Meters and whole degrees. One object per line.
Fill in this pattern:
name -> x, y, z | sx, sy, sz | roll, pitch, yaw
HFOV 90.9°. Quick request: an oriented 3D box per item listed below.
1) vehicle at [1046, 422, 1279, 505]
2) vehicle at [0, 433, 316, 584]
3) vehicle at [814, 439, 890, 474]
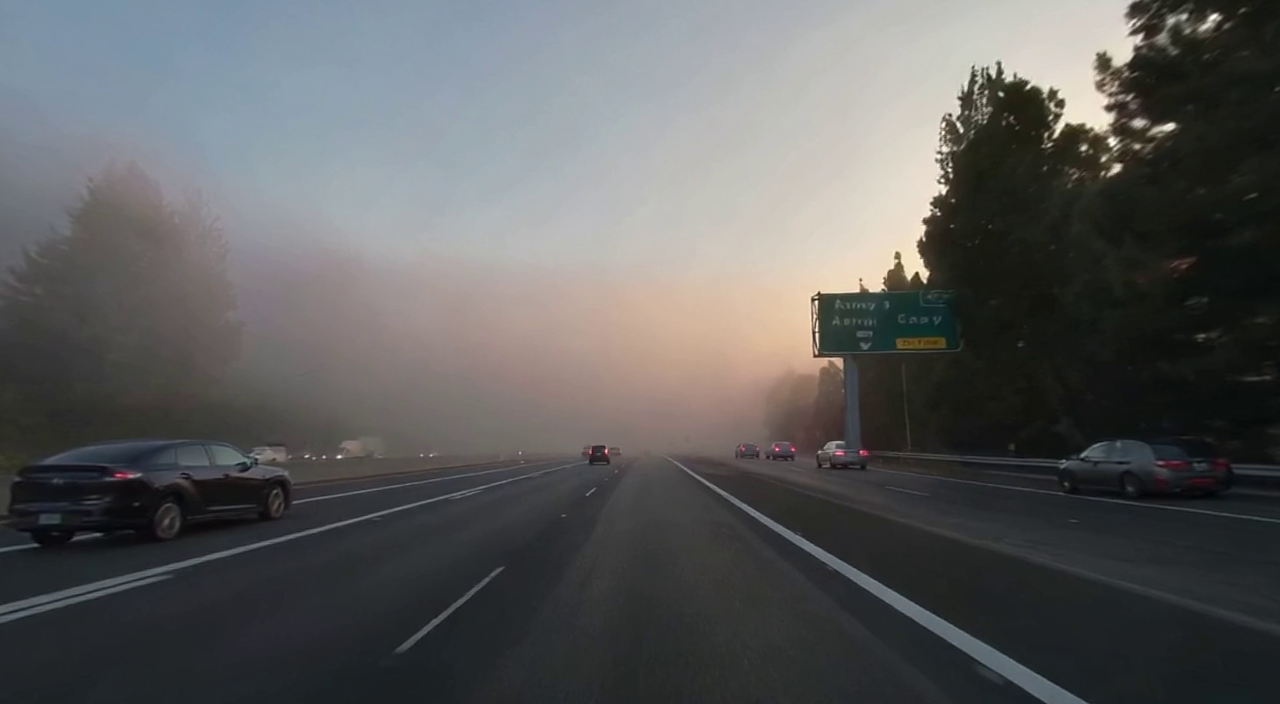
vehicle -> 13.024, 2.748, 16.045 | 2.168, 1.753, 4.993 | 0, -8, 2
vehicle -> -6.715, 1.885, 8.597 | 2.038, 1.463, 4.656 | 0, -8, 1
vehicle -> 10.127, 5.031, 30.573 | 2.201, 1.535, 4.735 | 0, -8, 2
